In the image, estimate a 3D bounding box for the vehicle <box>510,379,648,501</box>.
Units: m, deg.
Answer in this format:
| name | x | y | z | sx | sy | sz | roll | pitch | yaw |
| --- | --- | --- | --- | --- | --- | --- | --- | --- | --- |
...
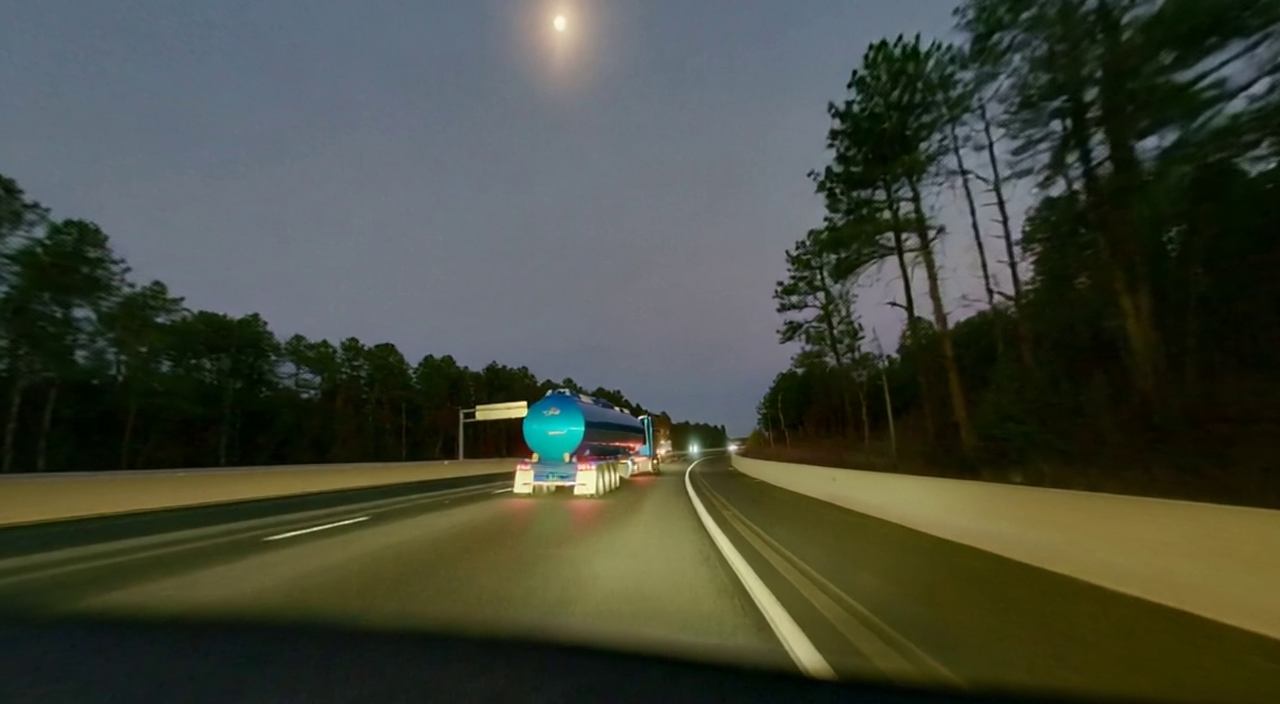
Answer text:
| name | x | y | z | sx | sy | sz | roll | pitch | yaw |
| --- | --- | --- | --- | --- | --- | --- | --- | --- | --- |
| vehicle | -1.828 | 3.679 | 26.269 | 2.907 | 3.747 | 13.318 | -1 | -8 | 7 |
